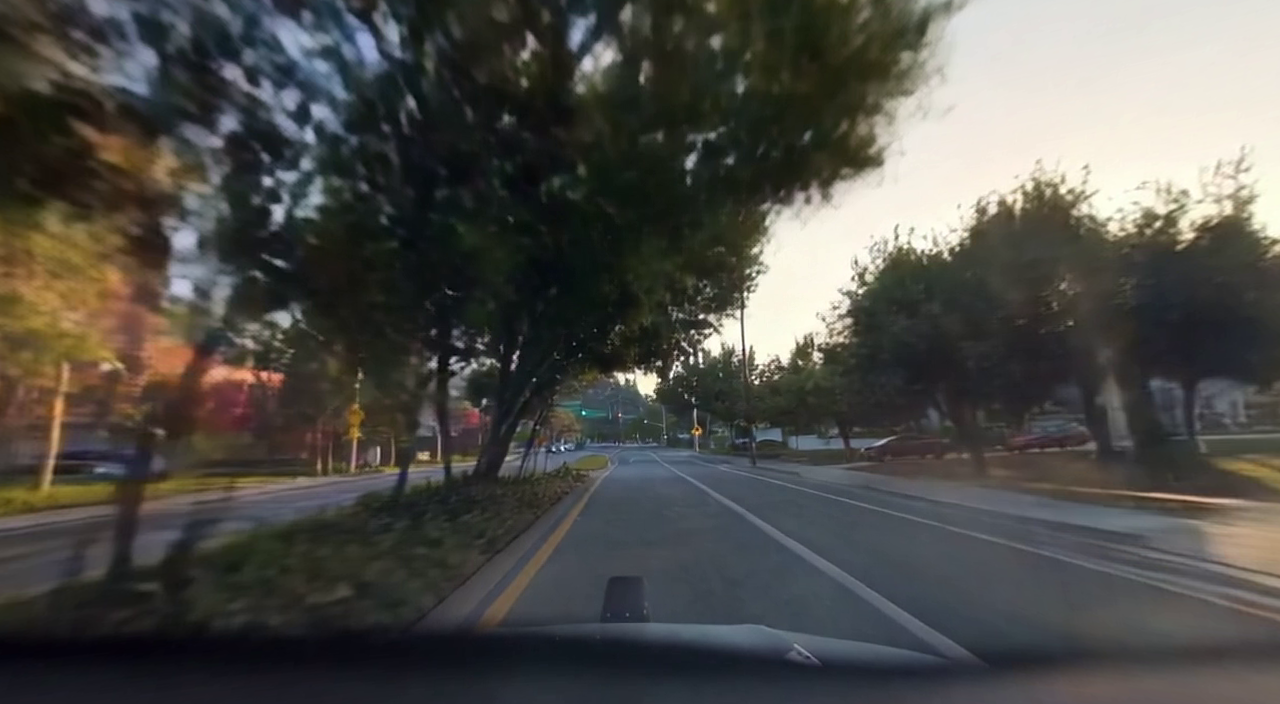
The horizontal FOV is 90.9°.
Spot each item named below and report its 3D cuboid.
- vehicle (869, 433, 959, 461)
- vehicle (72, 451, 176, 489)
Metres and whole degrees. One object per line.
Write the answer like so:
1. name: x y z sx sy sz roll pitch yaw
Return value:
1. vehicle: 14.661 5.145 33.994 4.253 1.397 1.717 -3 -9 18
2. vehicle: -25.035 5.722 30.809 1.958 1.668 4.701 3 -10 -13
